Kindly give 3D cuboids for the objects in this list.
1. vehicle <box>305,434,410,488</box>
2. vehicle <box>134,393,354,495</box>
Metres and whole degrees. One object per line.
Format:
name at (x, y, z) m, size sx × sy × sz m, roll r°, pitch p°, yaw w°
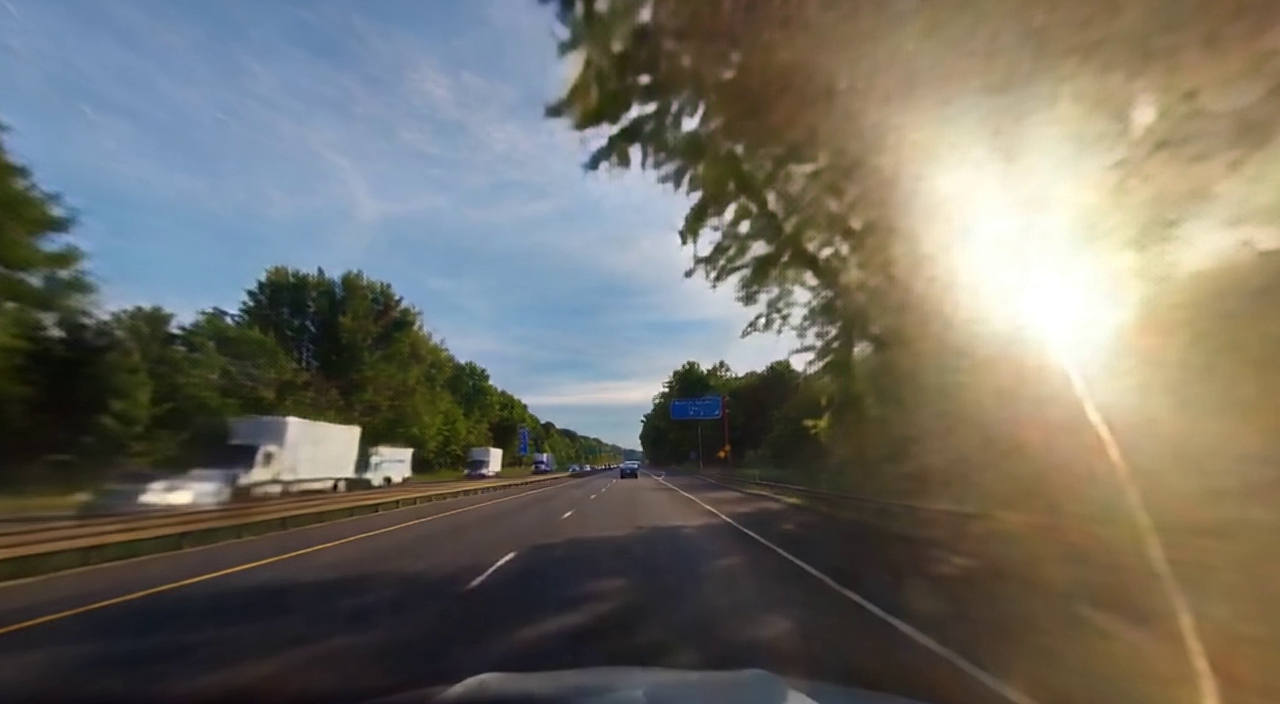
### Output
vehicle at (-17.166, 6.767, 38.967) m, size 2.842 × 2.917 × 7.530 m, roll 0°, pitch -10°, yaw 1°
vehicle at (-17.221, 4.405, 28.935) m, size 3.017 × 3.740 × 10.738 m, roll 1°, pitch -10°, yaw 0°
